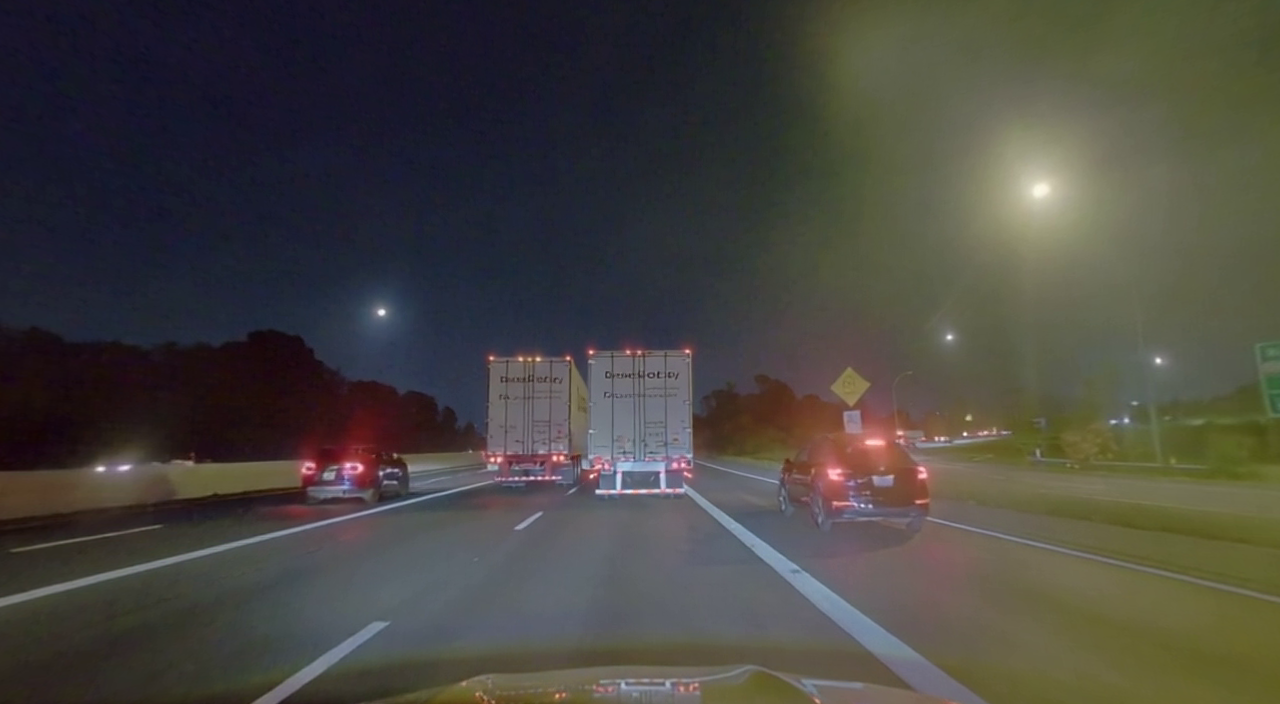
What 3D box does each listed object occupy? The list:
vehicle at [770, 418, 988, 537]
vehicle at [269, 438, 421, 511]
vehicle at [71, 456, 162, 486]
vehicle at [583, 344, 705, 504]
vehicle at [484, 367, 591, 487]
[{"bbox_3d":[4.051,2.222,11.803,2.136,1.753,4.644,0,-9,-2],"label":"vehicle"},{"bbox_3d":[-7.712,3.208,17.111,2.017,1.694,4.420,0,-9,-1],"label":"vehicle"},{"bbox_3d":[-28.055,6.352,33.986,1.708,1.448,3.699,0,-9,-1],"label":"vehicle"},{"bbox_3d":[0.039,2.436,20.135,2.910,3.828,9.805,0,-9,-1],"label":"vehicle"},{"bbox_3d":[-3.936,3.392,27.331,2.888,4.154,10.960,0,-9,-1],"label":"vehicle"}]
